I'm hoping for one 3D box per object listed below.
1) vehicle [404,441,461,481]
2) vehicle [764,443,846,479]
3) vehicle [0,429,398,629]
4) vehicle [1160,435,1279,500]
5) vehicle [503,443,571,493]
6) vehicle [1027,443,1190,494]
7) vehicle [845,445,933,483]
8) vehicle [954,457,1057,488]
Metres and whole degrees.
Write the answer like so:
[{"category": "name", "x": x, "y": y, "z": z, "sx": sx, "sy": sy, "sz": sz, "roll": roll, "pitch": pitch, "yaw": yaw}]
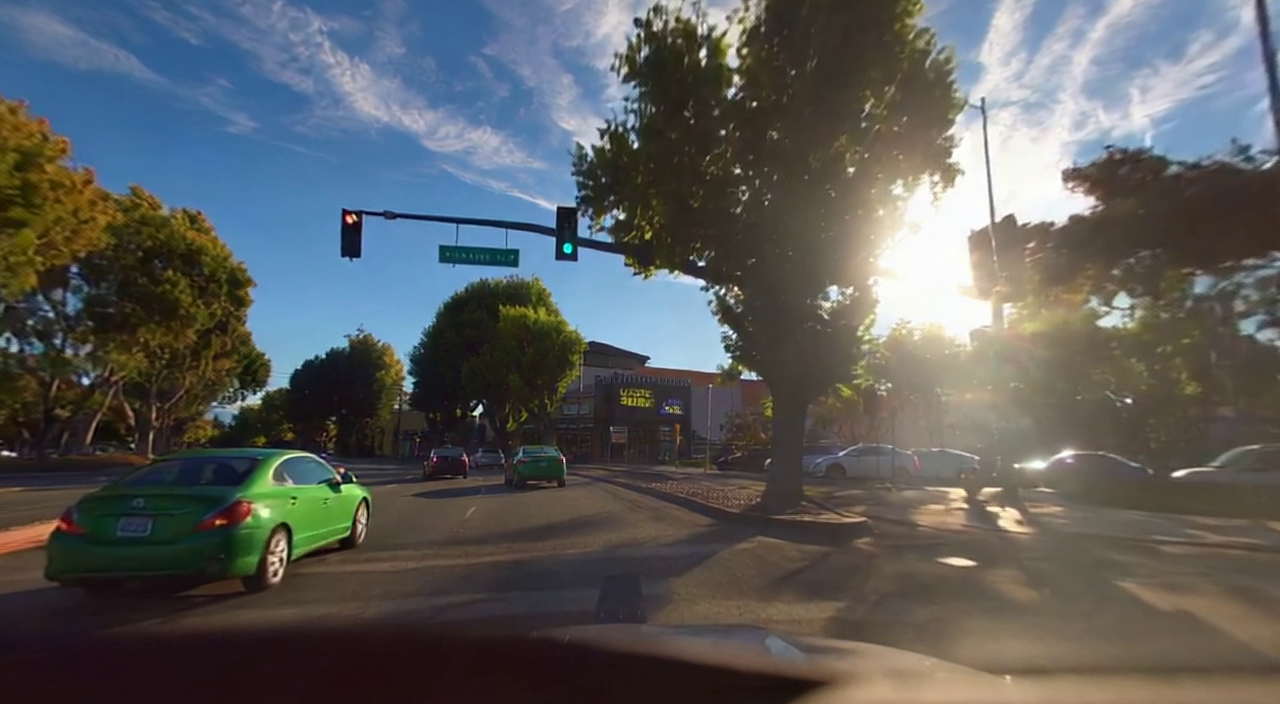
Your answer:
[{"category": "vehicle", "x": -8.907, "y": 4.678, "z": 27.346, "sx": 2.042, "sy": 1.593, "sz": 3.956, "roll": 3, "pitch": -9, "yaw": -15}, {"category": "vehicle", "x": 7.350, "y": 4.906, "z": 28.610, "sx": 1.919, "sy": 1.489, "sz": 4.889, "roll": 1, "pitch": -9, "yaw": -6}, {"category": "vehicle", "x": -4.659, "y": 1.700, "z": 7.210, "sx": 2.105, "sy": 1.477, "sz": 4.857, "roll": 1, "pitch": -9, "yaw": -4}, {"category": "vehicle", "x": 19.007, "y": 3.446, "z": 18.977, "sx": 1.865, "sy": 1.827, "sz": 5.352, "roll": 1, "pitch": -9, "yaw": -2}, {"category": "vehicle", "x": -3.597, "y": 3.857, "z": 21.388, "sx": 2.001, "sy": 1.483, "sz": 4.442, "roll": 2, "pitch": -9, "yaw": -12}, {"category": "vehicle", "x": 16.062, "y": 3.973, "z": 21.966, "sx": 1.921, "sy": 1.560, "sz": 4.676, "roll": 1, "pitch": -9, "yaw": -3}, {"category": "vehicle", "x": 10.298, "y": 4.644, "z": 26.341, "sx": 1.762, "sy": 1.453, "sz": 3.976, "roll": 1, "pitch": -9, "yaw": -5}, {"category": "vehicle", "x": 16.949, "y": 5.576, "z": 29.256, "sx": 3.800, "sy": 1.369, "sz": 1.759, "roll": 2, "pitch": -9, "yaw": -8}]
